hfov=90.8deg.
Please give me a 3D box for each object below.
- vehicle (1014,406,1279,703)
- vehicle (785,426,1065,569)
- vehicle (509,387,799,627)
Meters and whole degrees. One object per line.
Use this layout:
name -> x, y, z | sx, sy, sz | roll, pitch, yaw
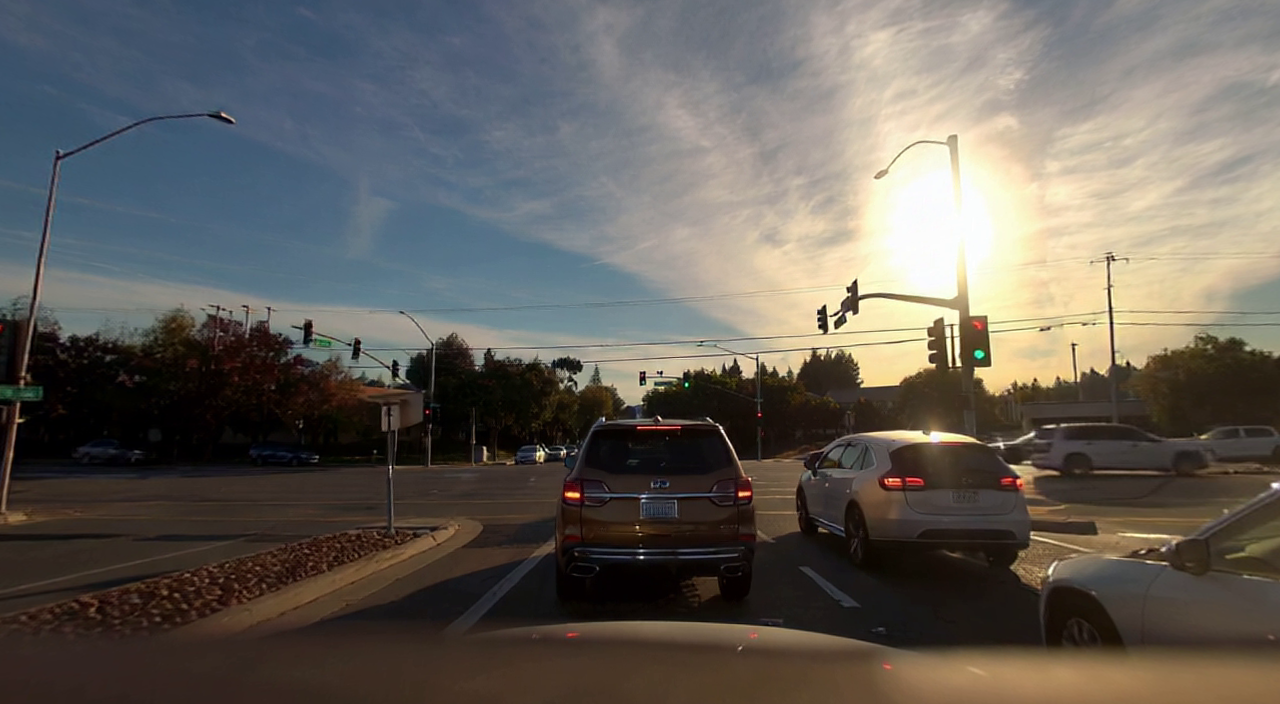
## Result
vehicle -> 3.155, 0.817, 1.420 | 1.924, 1.466, 4.461 | 0, -8, 1
vehicle -> 3.516, 1.857, 8.858 | 1.861, 1.495, 4.215 | 0, -8, -1
vehicle -> 0.095, 1.494, 7.058 | 2.170, 1.793, 4.468 | 0, -8, 0
